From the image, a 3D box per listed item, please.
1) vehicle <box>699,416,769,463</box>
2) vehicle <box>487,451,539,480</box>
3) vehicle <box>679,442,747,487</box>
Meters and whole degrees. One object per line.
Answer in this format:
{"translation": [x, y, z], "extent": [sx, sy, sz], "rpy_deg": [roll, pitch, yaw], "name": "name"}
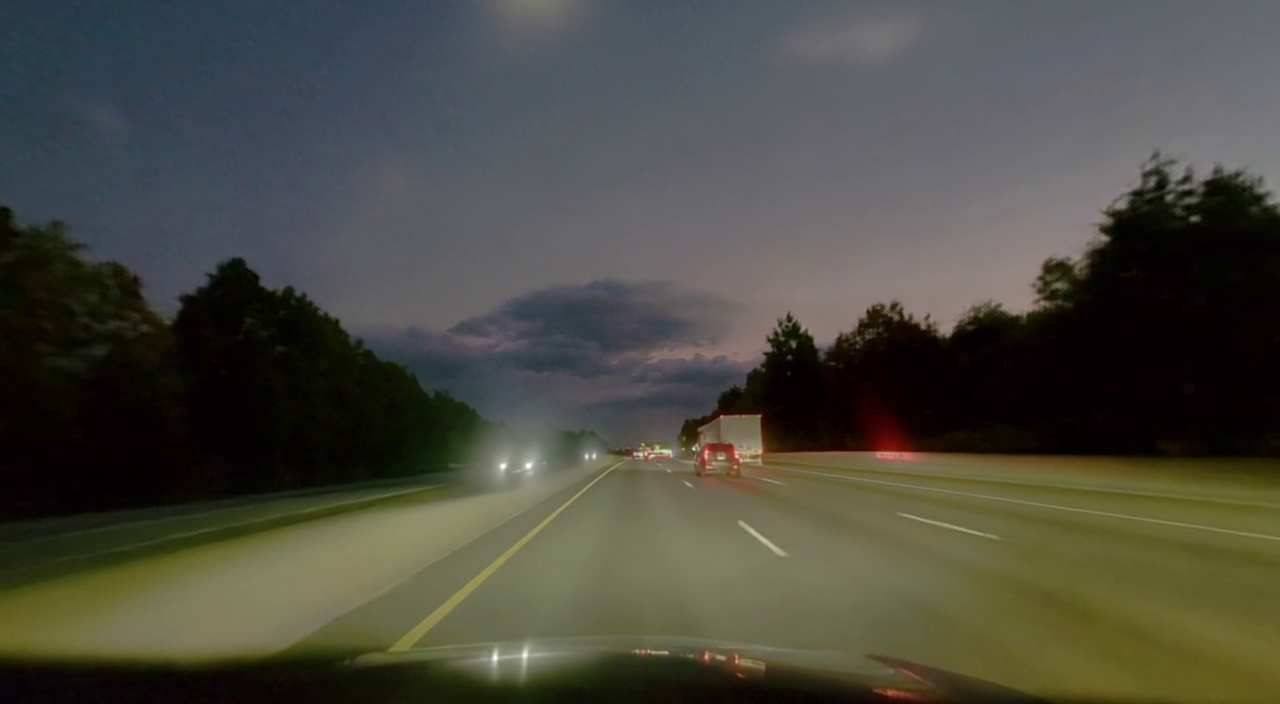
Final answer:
{"translation": [6.834, 6.693, 47.332], "extent": [3.536, 3.160, 9.428], "rpy_deg": [0, -9, -2], "name": "vehicle"}
{"translation": [-7.129, 6.397, 35.685], "extent": [1.979, 1.503, 4.572], "rpy_deg": [0, -9, 0], "name": "vehicle"}
{"translation": [2.853, 4.546, 25.804], "extent": [2.123, 1.620, 4.959], "rpy_deg": [0, -9, -1], "name": "vehicle"}
